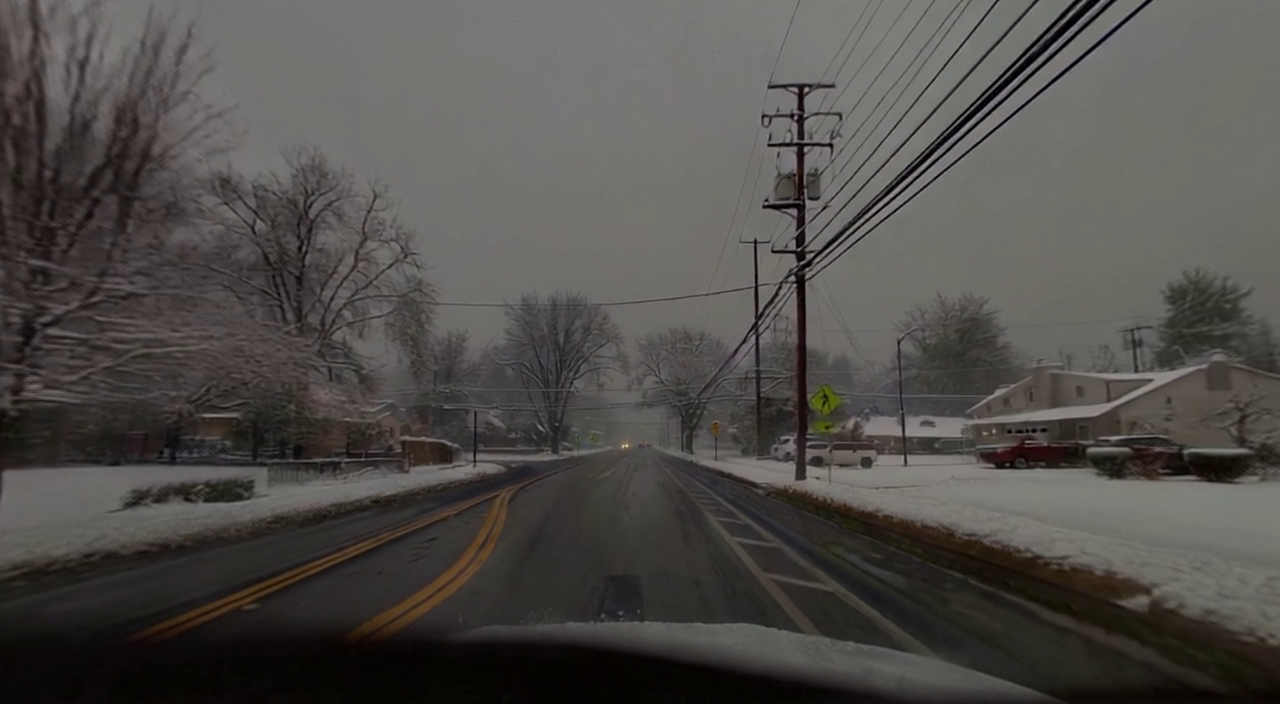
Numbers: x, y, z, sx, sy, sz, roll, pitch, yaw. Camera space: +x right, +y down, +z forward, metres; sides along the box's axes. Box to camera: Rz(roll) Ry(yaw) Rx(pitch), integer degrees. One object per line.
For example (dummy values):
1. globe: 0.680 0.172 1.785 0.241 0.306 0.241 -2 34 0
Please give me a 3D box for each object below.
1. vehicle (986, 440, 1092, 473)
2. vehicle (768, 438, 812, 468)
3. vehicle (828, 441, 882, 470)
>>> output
1. vehicle: 21.074 5.507 33.384 3.943 1.664 2.391 0 -8 -1
2. vehicle: 10.296 6.979 43.532 1.912 1.953 4.651 0 -9 0
3. vehicle: 13.570 6.546 39.940 1.935 1.683 4.669 0 -9 2
